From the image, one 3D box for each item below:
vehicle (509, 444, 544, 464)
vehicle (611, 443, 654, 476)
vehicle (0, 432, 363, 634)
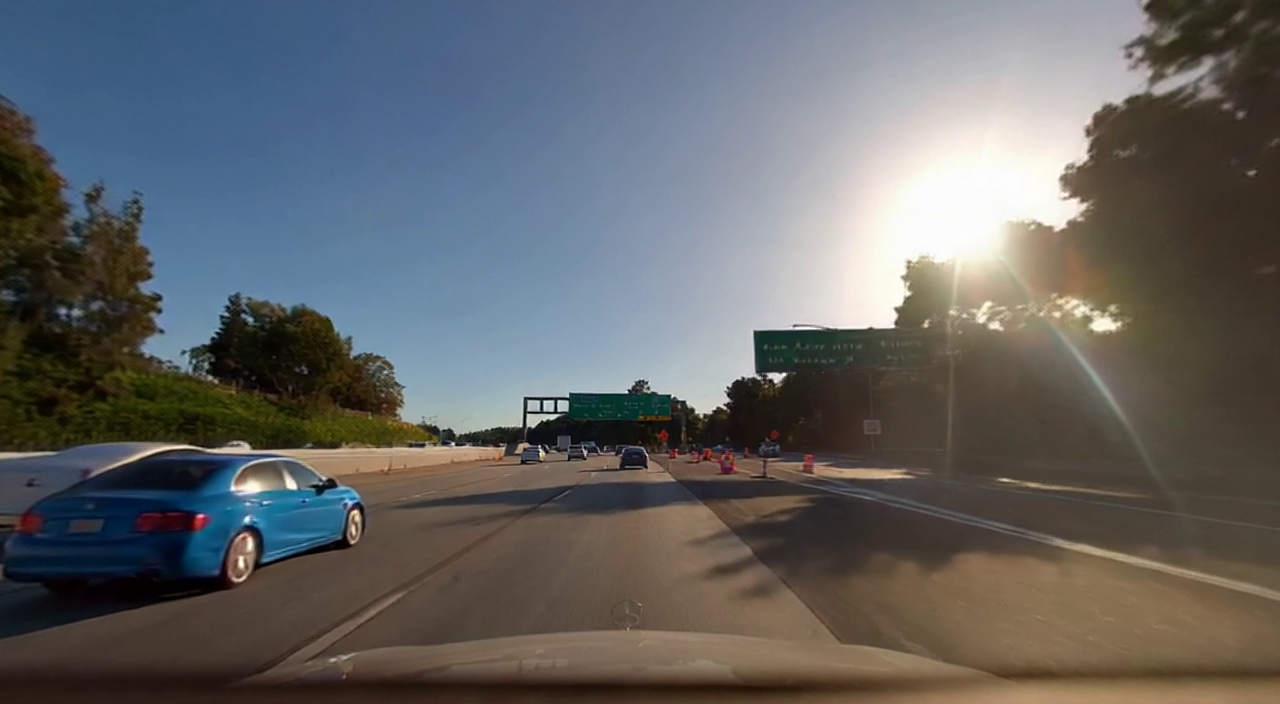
[{"bbox_3d":[-8.776,7.934,49.040,1.946,1.472,4.472,0,-8,-1],"label":"vehicle"},{"bbox_3d":[-0.372,5.172,30.630,1.963,1.462,4.681,0,-8,-1],"label":"vehicle"},{"bbox_3d":[-4.997,1.612,6.715,2.001,1.415,4.360,0,-8,1],"label":"vehicle"}]
